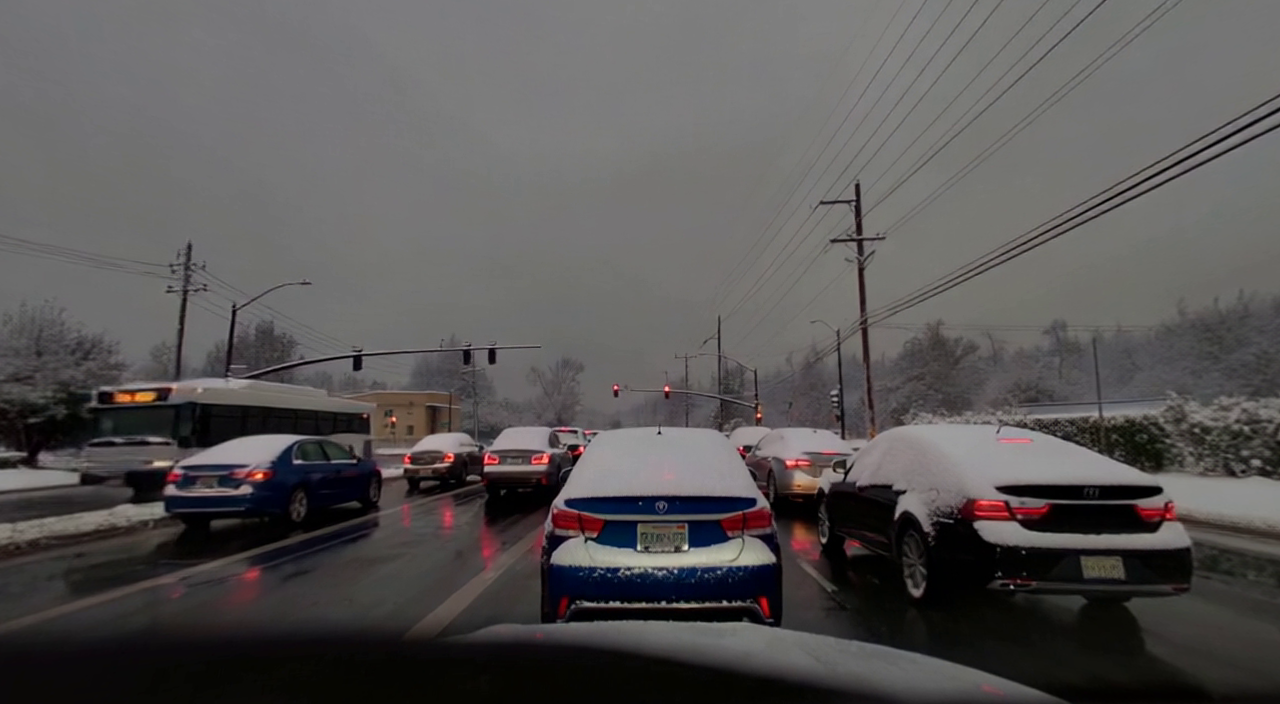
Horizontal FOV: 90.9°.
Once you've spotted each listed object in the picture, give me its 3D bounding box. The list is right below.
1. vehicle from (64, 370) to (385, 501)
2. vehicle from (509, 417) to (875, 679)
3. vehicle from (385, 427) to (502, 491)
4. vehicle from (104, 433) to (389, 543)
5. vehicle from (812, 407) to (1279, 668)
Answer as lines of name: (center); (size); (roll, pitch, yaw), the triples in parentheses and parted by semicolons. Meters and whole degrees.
vehicle: (-13.534, 3.109, 23.018); (3.005, 3.443, 12.583); (-1, -8, 1)
vehicle: (0.280, 1.422, 5.699); (2.109, 1.483, 3.964); (0, -8, -1)
vehicle: (-6.262, 3.489, 20.898); (2.070, 1.824, 5.196); (-1, -8, 2)
vehicle: (-6.403, 2.229, 11.119); (1.955, 1.497, 4.639); (-1, -8, 1)
vehicle: (3.140, 1.400, 5.871); (1.870, 1.523, 4.096); (0, -8, -1)
